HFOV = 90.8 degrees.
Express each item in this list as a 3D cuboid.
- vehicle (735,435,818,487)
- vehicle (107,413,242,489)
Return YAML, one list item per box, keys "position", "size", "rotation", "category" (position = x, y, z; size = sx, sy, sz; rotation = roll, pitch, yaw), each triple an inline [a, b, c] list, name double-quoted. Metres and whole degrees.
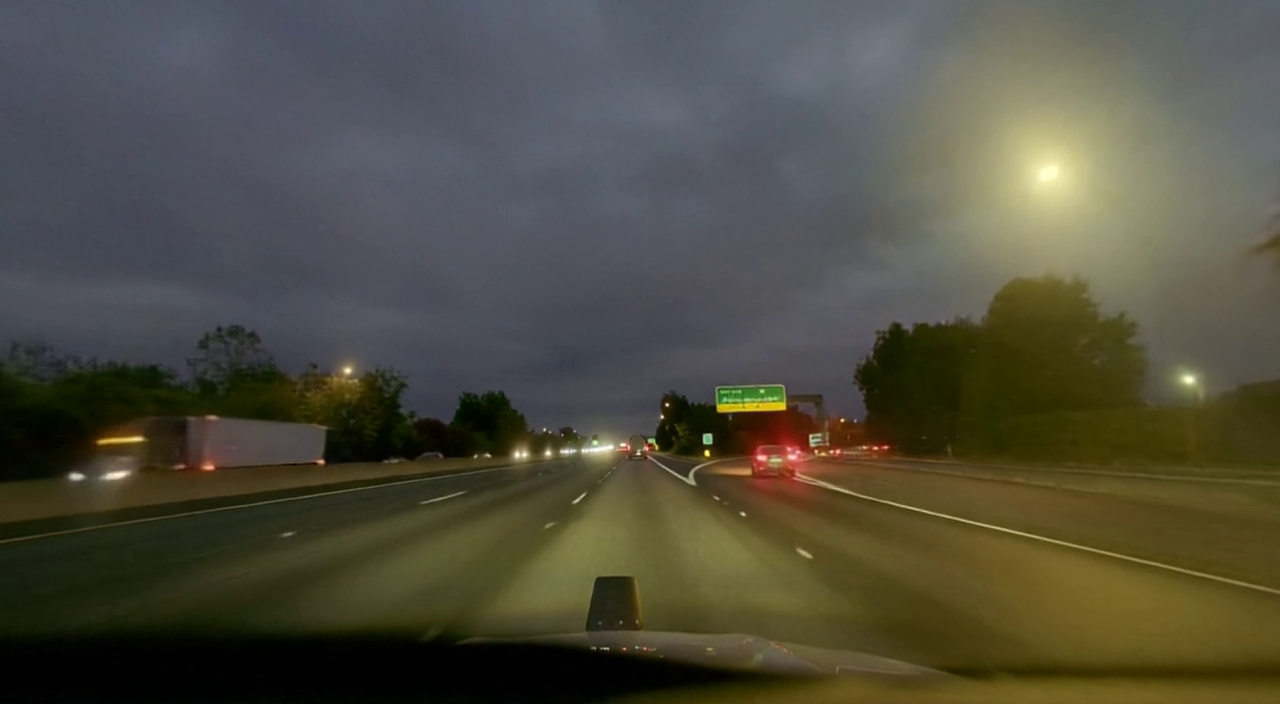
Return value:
- position: [4.942, 4.025, 23.548]
  size: [2.096, 1.712, 4.697]
  rotation: [0, -9, 1]
  category: "vehicle"
- position: [-25.868, 5.541, 35.529]
  size: [2.936, 3.873, 5.895]
  rotation: [0, -9, -1]
  category: "vehicle"
